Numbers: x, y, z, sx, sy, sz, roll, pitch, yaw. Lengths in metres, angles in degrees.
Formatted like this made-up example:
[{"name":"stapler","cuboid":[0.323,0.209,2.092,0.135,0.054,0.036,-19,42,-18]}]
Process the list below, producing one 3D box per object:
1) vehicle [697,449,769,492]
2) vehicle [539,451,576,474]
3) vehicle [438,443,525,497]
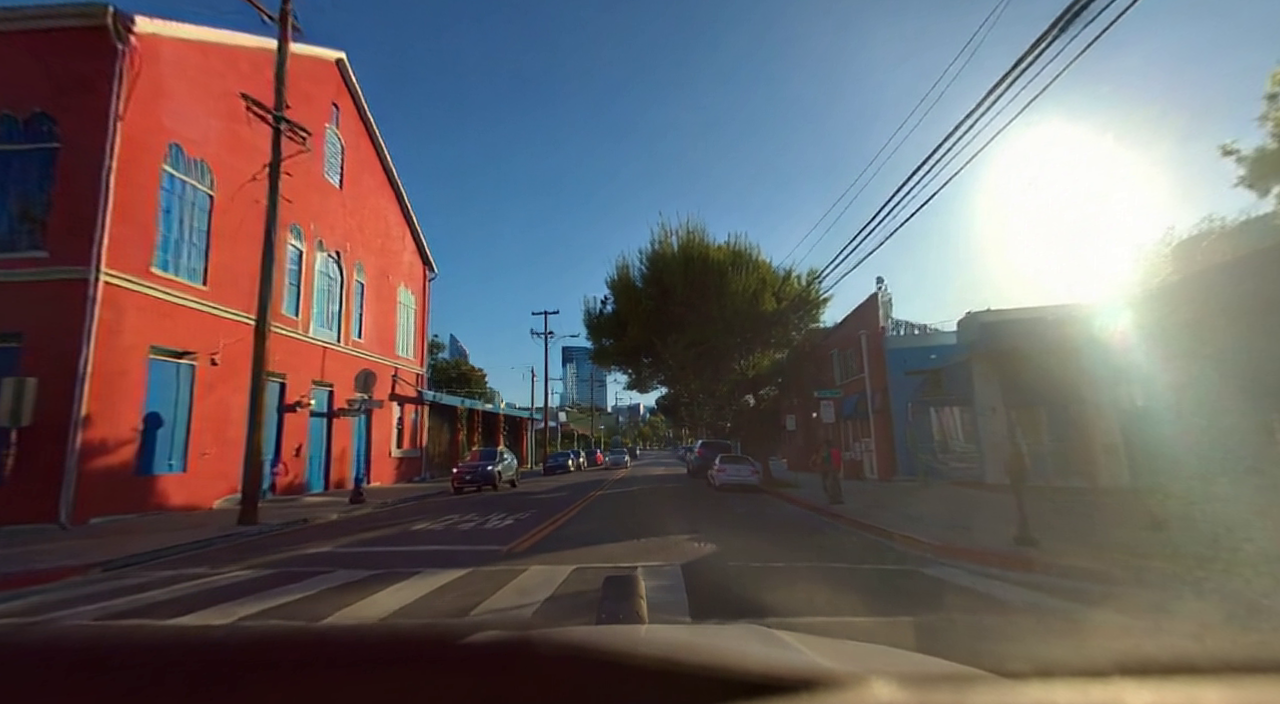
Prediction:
[{"name":"vehicle","cuboid":[3.372,4.399,23.882,1.966,1.471,4.552,0,-9,-1]},{"name":"vehicle","cuboid":[-5.736,7.750,44.578,1.844,1.486,4.474,0,-9,3]},{"name":"vehicle","cuboid":[-6.085,4.542,24.849,2.140,1.746,4.385,-4,-8,2]}]
